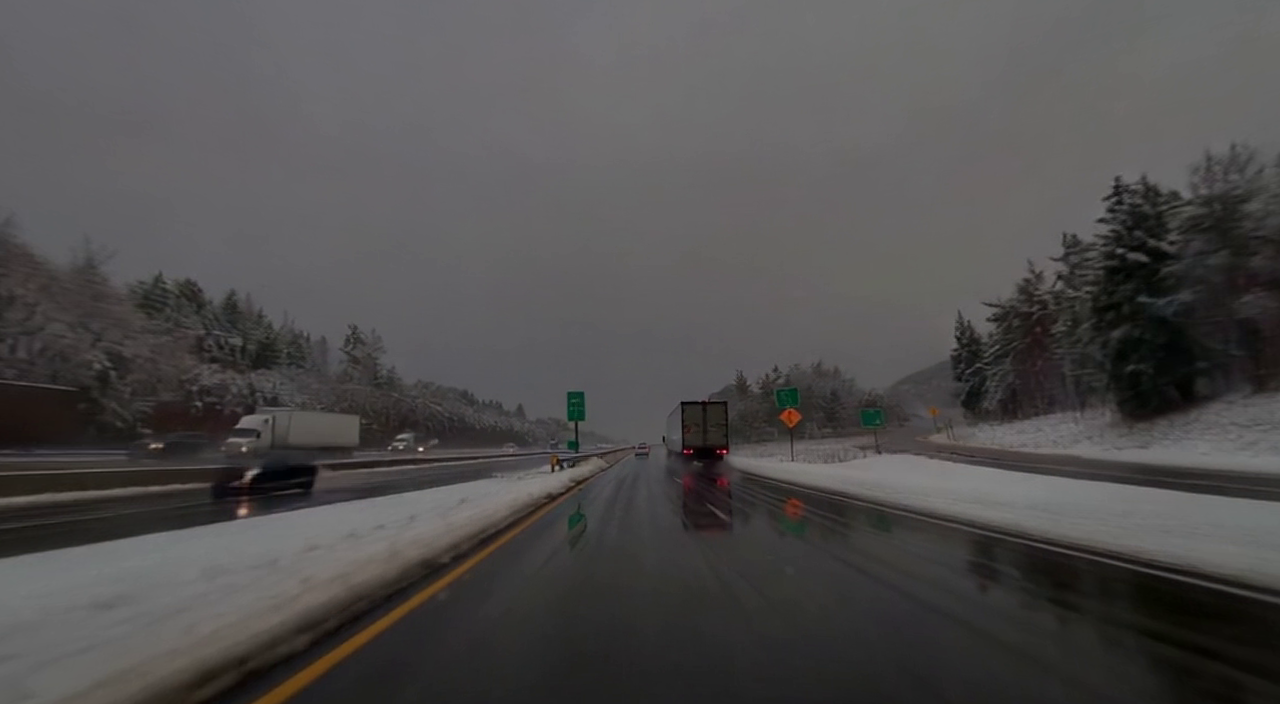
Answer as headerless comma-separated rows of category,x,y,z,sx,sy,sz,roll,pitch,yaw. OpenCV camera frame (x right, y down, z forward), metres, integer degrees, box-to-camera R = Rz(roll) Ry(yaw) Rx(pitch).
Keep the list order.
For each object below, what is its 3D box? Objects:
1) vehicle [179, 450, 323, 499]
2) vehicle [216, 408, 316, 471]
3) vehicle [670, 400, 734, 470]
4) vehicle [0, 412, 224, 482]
vehicle,-13.196,4.148,21.738,1.933,1.482,4.661,0,-9,1
vehicle,-26.076,6.196,44.236,3.038,4.079,6.098,0,-9,1
vehicle,3.994,5.913,43.815,3.185,4.154,12.638,0,-9,0
vehicle,-26.515,4.631,30.487,2.964,2.690,14.306,0,-9,0
